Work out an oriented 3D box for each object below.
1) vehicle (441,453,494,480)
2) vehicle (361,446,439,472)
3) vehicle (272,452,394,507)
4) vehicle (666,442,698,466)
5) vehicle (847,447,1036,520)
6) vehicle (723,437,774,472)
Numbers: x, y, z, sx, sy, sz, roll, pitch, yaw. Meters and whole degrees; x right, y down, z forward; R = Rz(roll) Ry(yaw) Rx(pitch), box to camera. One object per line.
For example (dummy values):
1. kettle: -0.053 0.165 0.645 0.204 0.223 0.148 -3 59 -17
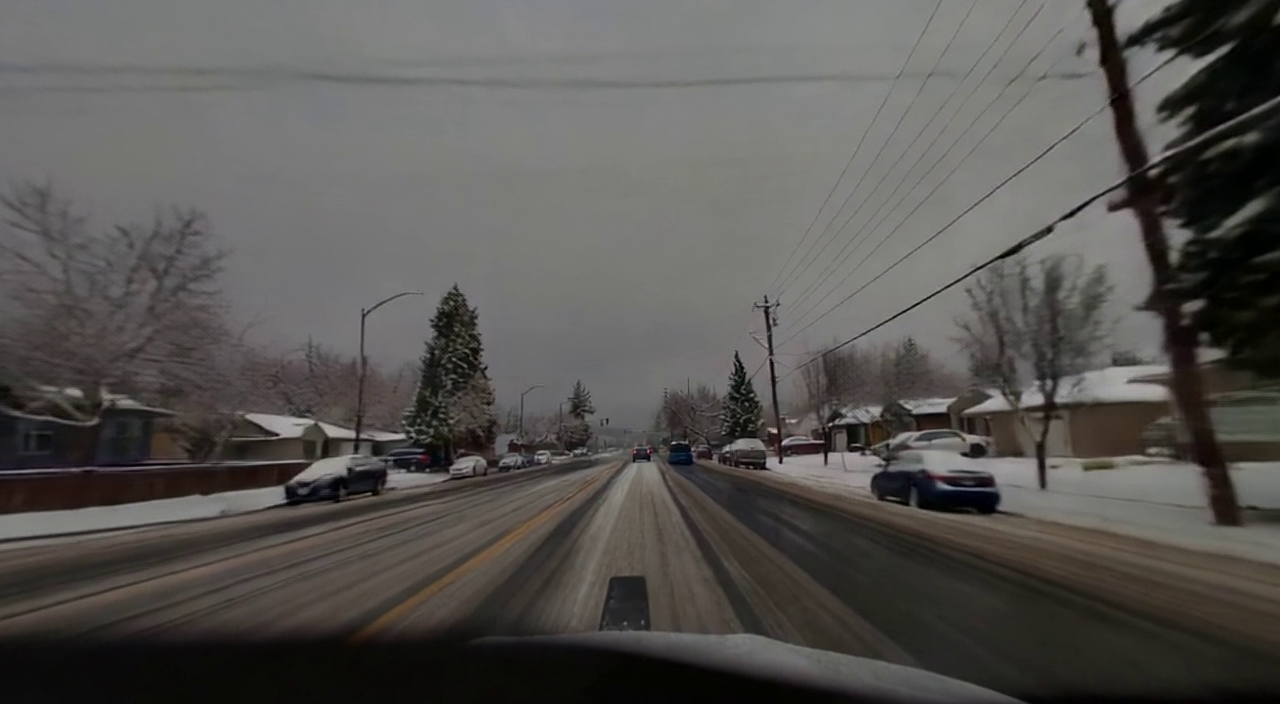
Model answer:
1. vehicle: -10.454 6.968 38.545 1.896 1.495 4.425 0 -9 2
2. vehicle: -17.364 7.735 45.761 4.745 1.810 2.197 0 -9 2
3. vehicle: -10.427 4.315 21.866 1.965 1.675 4.577 0 -9 -1
4. vehicle: 3.170 7.792 48.253 2.070 1.765 4.731 0 -9 -1
5. vehicle: 6.708 2.960 14.774 2.070 1.428 4.636 0 -9 -1
6. vehicle: 6.888 6.575 40.656 2.274 2.090 5.465 0 -9 0
